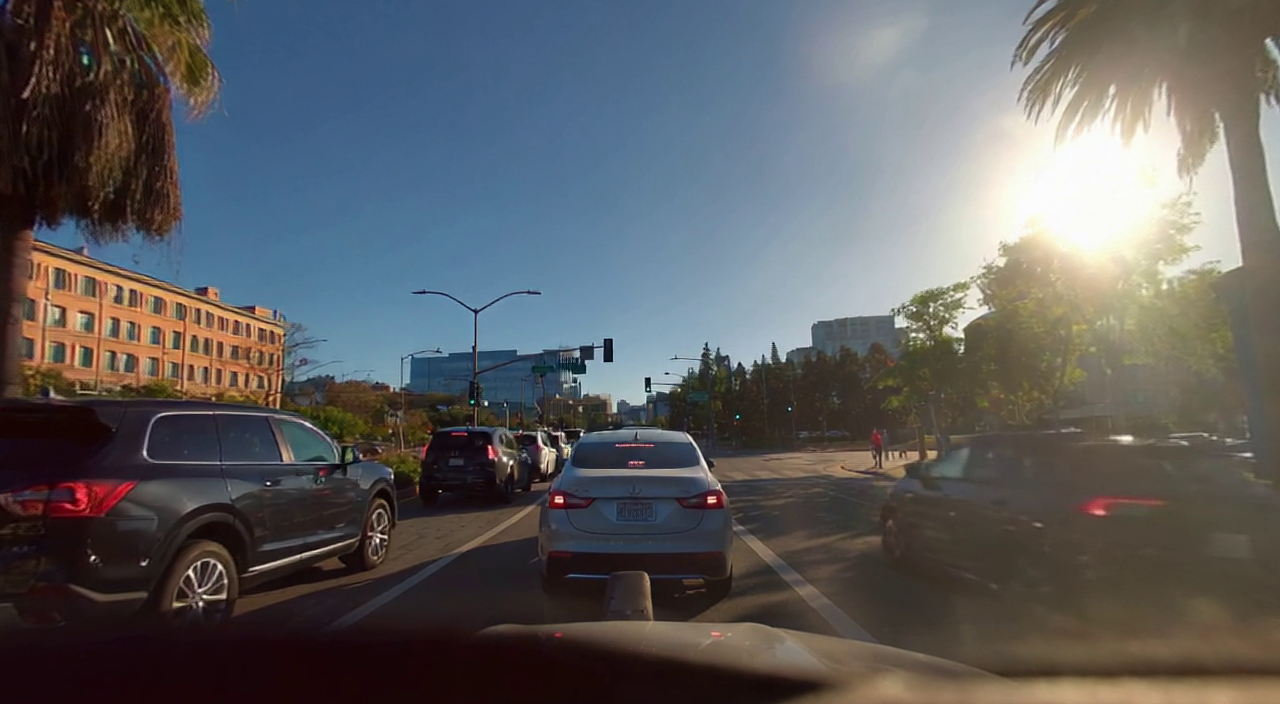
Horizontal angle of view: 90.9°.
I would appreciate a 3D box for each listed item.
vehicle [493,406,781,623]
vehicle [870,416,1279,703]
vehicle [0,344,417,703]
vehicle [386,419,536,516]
[{"bbox_3d":[-0.049,1.516,6.857,2.114,1.585,4.285,0,-8,-1],"label":"vehicle"},{"bbox_3d":[3.835,1.417,5.468,1.982,1.480,4.572,1,-8,0],"label":"vehicle"},{"bbox_3d":[-3.538,1.145,5.075,1.914,1.741,4.398,0,-8,-1],"label":"vehicle"},{"bbox_3d":[-3.475,2.318,13.088,1.840,1.684,4.041,0,-8,1],"label":"vehicle"}]
